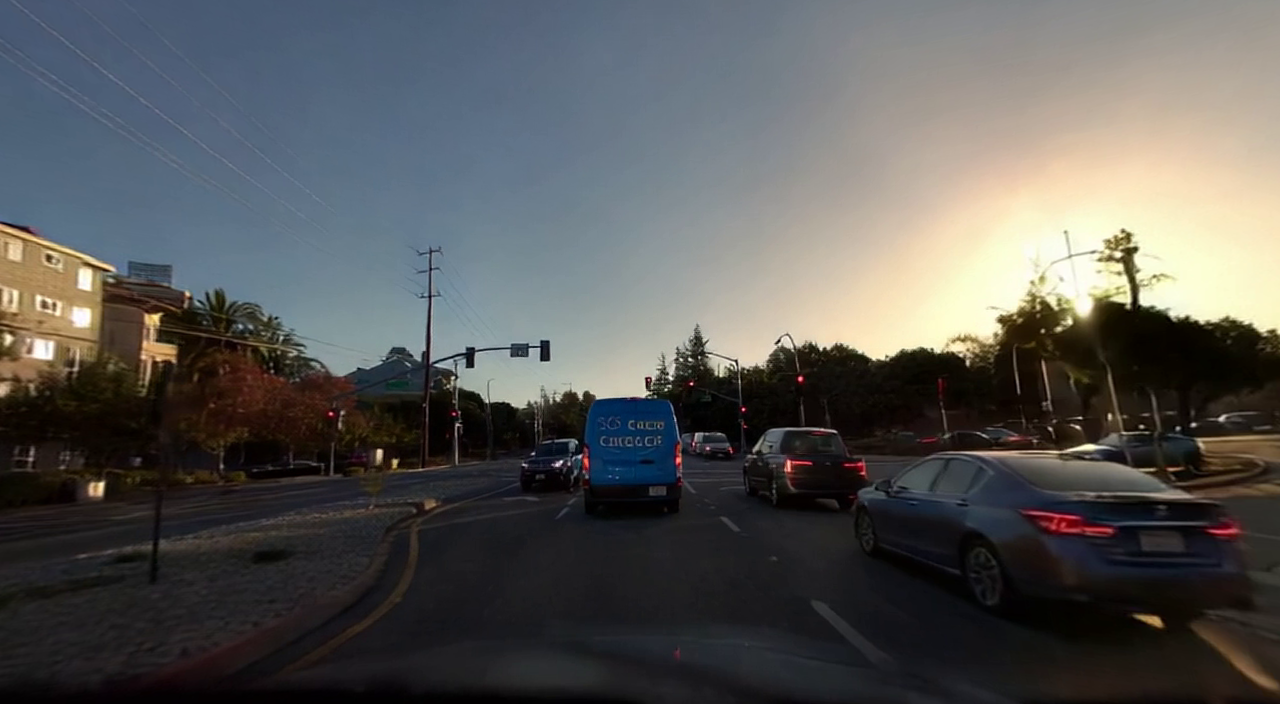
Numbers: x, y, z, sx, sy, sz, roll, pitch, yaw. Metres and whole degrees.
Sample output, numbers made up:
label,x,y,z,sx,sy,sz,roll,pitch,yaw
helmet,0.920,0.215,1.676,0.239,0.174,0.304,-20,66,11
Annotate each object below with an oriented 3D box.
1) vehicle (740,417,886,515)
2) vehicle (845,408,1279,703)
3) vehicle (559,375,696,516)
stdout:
label,x,y,z,sx,sy,sz,roll,pitch,yaw
vehicle,3.509,2.403,13.717,1.965,1.771,4.295,0,-8,1
vehicle,3.495,1.362,5.455,1.951,1.483,4.582,0,-8,1
vehicle,-0.114,2.023,13.761,2.422,2.488,4.992,0,-8,3
